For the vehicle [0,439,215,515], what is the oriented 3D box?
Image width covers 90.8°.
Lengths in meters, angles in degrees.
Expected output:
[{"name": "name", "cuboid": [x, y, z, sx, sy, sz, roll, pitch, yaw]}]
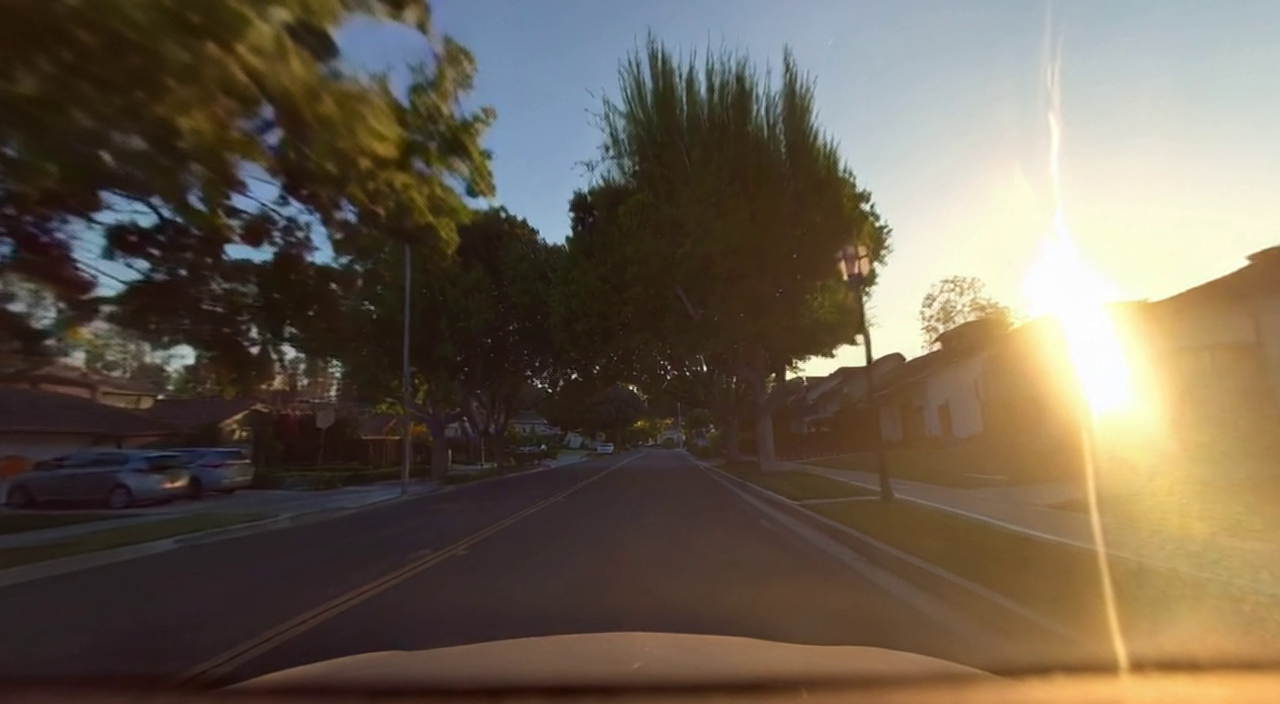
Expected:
[{"name": "vehicle", "cuboid": [-13.835, 3.145, 16.187, 4.370, 1.761, 1.901, 1, -9, -6]}]
